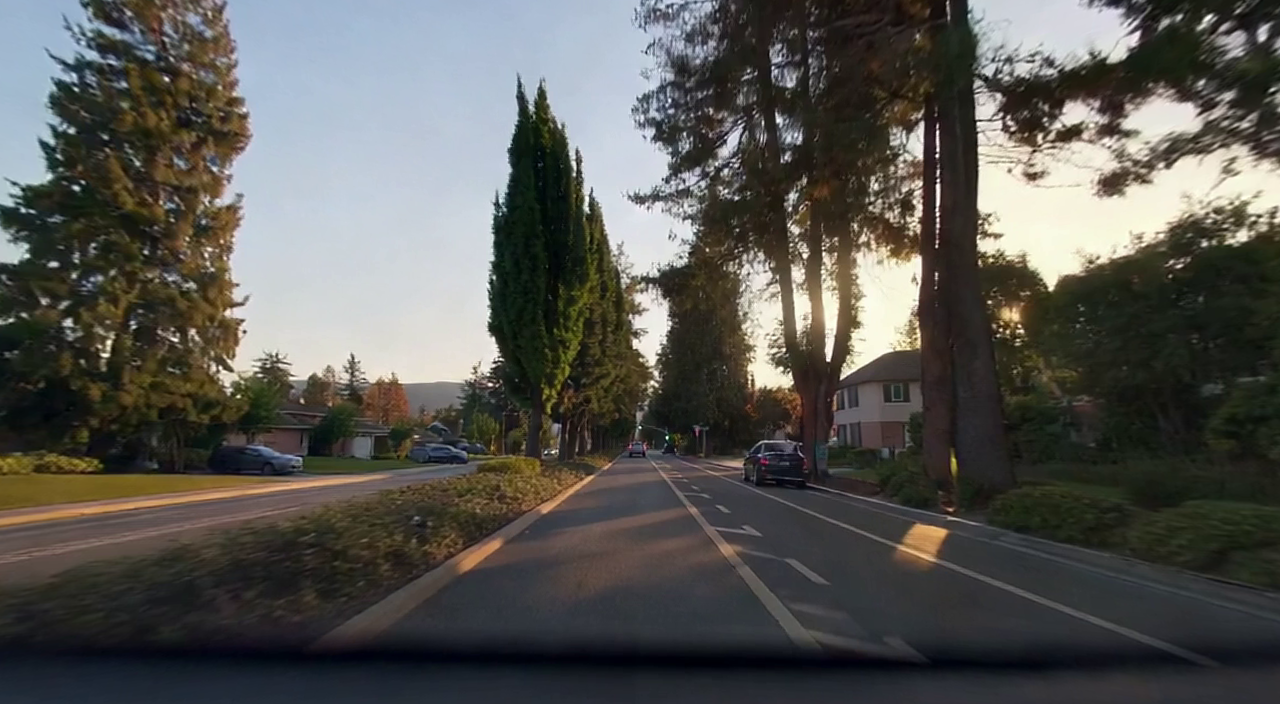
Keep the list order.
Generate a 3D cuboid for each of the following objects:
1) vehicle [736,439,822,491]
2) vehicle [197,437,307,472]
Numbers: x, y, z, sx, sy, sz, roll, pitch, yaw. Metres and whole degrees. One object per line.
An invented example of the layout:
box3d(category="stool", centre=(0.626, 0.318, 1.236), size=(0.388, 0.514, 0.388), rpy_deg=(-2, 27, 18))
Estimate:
box3d(category="vehicle", centre=(4.810, 3.984, 22.653), size=(1.967, 1.631, 4.692), rpy_deg=(0, -8, -1))
box3d(category="vehicle", centre=(-21.288, 5.627, 34.822), size=(4.666, 1.677, 1.978), rpy_deg=(3, -9, -2))
